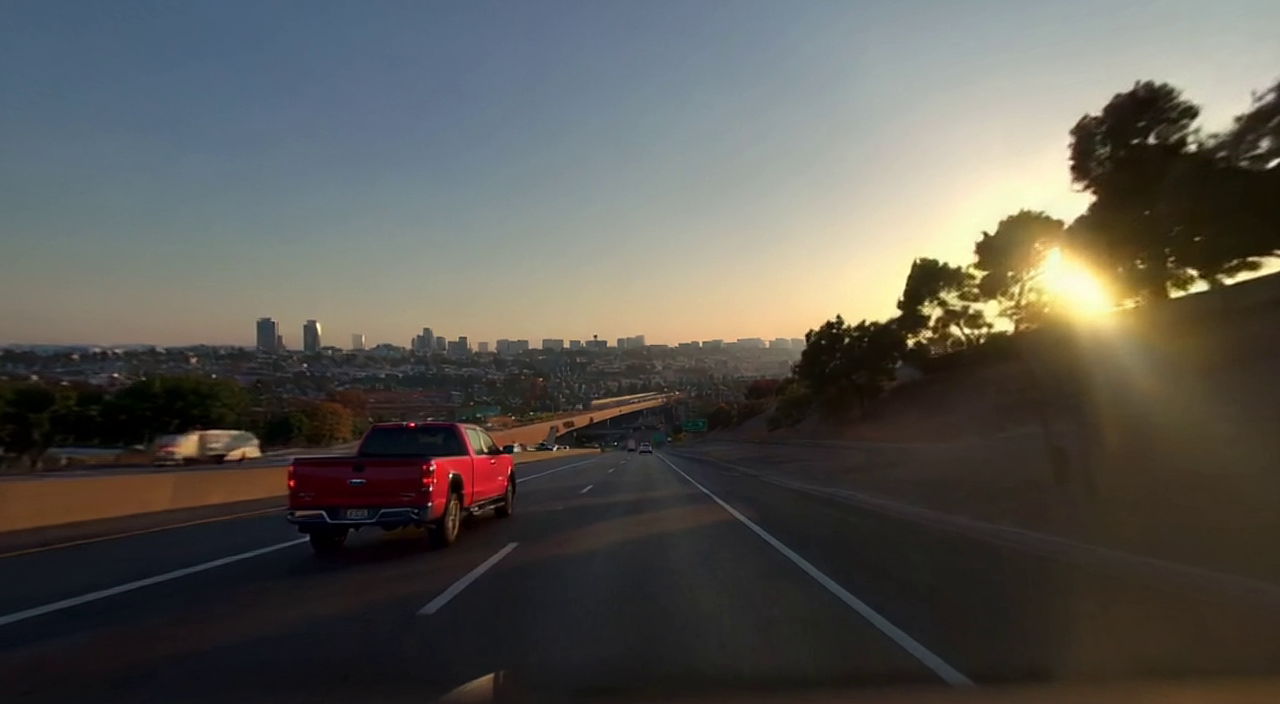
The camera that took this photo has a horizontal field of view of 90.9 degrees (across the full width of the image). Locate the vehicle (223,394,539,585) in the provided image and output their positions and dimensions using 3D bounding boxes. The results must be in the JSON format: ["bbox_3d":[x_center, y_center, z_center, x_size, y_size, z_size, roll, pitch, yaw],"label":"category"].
[{"bbox_3d":[-3.135,1.816,9.395,2.350,1.932,5.562,-1,-8,0],"label":"vehicle"}]
